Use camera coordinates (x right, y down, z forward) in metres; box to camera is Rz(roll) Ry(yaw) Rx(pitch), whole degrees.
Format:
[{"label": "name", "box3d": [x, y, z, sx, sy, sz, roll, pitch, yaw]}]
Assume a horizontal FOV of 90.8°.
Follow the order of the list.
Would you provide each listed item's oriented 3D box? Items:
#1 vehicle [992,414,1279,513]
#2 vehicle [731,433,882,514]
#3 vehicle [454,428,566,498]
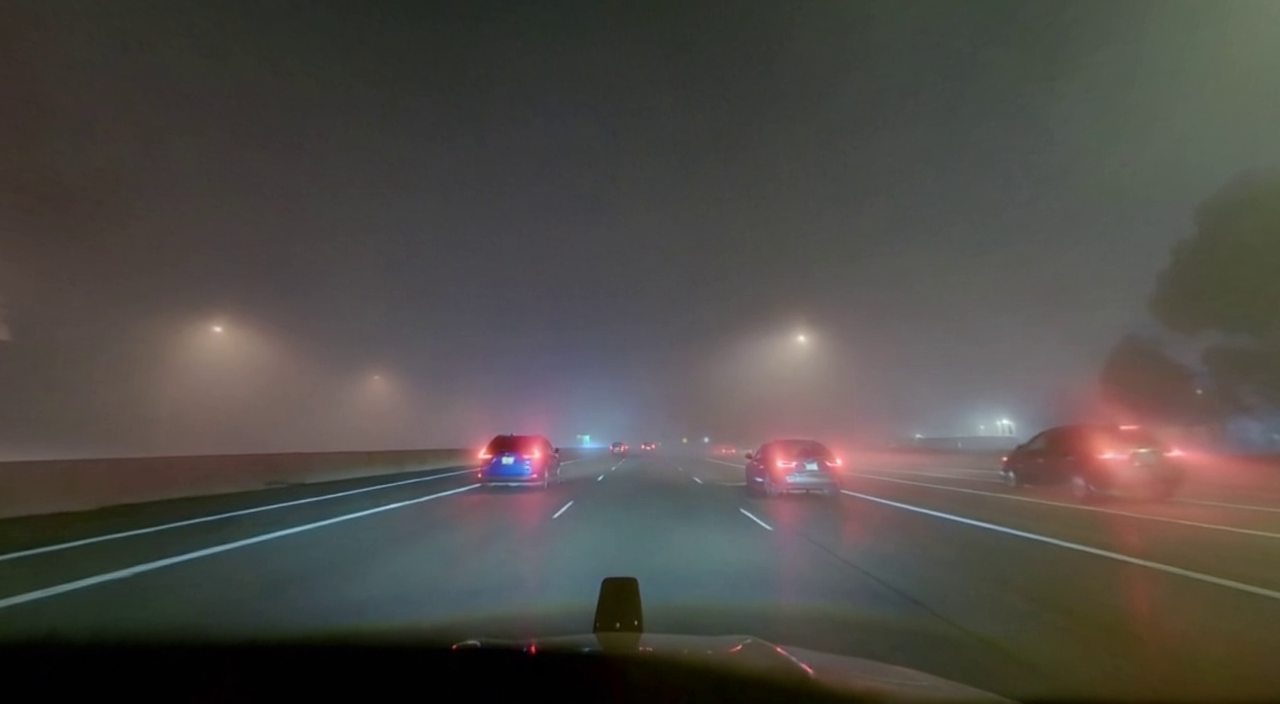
[{"label": "vehicle", "box3d": [11.135, 2.564, 14.966, 2.223, 1.865, 5.704, 0, -9, -1]}, {"label": "vehicle", "box3d": [3.573, 2.721, 14.700, 2.107, 1.550, 4.949, 0, -9, -1]}, {"label": "vehicle", "box3d": [-3.550, 3.131, 18.217, 2.193, 1.746, 4.512, 0, -9, 1]}]
